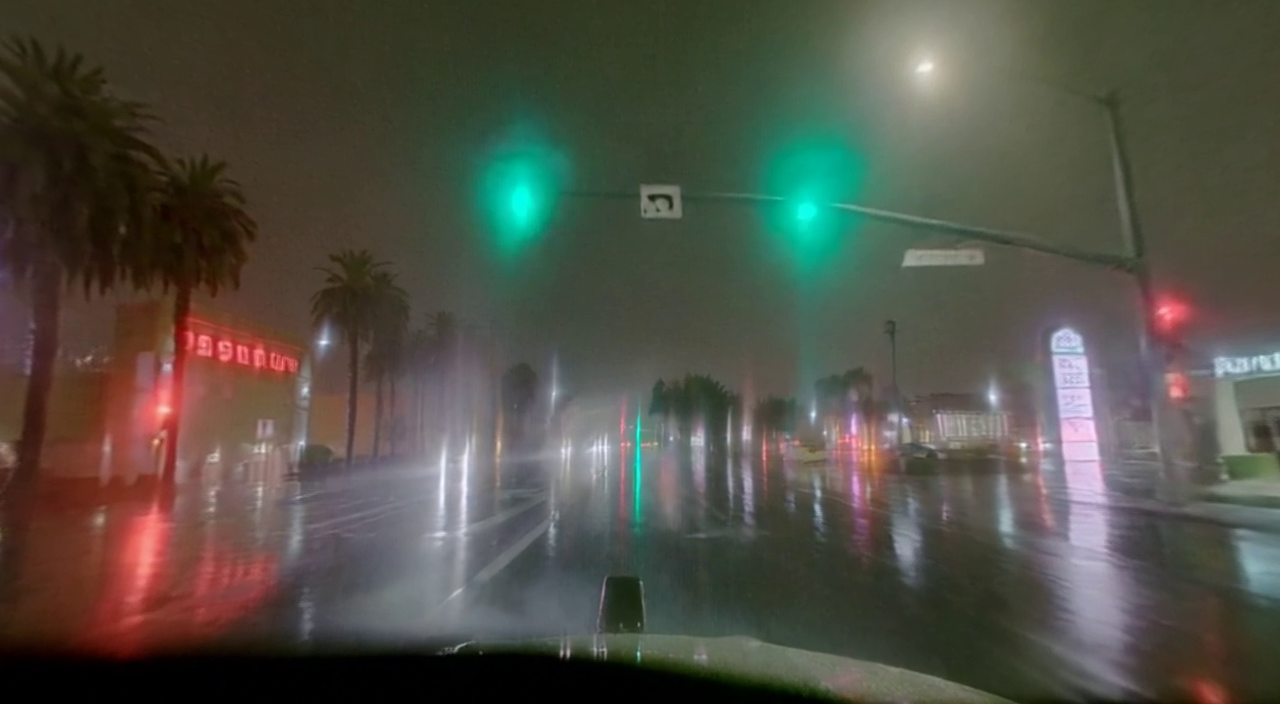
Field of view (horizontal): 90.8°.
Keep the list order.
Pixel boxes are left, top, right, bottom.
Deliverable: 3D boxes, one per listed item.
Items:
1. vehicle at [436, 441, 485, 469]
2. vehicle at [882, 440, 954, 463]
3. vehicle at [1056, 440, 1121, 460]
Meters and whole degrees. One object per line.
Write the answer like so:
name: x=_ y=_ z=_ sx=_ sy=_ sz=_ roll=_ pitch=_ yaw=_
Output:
vehicle: x=-13.382 y=7.704 z=47.489 sx=2.237 sy=1.950 sz=5.039 roll=0 pitch=-8 yaw=-1
vehicle: x=21.621 y=7.712 z=49.192 sx=4.620 sy=1.475 sz=1.904 roll=-3 pitch=-9 yaw=-3
vehicle: x=34.892 y=7.637 z=49.234 sx=3.698 sy=1.478 sz=1.811 roll=0 pitch=-8 yaw=-4
